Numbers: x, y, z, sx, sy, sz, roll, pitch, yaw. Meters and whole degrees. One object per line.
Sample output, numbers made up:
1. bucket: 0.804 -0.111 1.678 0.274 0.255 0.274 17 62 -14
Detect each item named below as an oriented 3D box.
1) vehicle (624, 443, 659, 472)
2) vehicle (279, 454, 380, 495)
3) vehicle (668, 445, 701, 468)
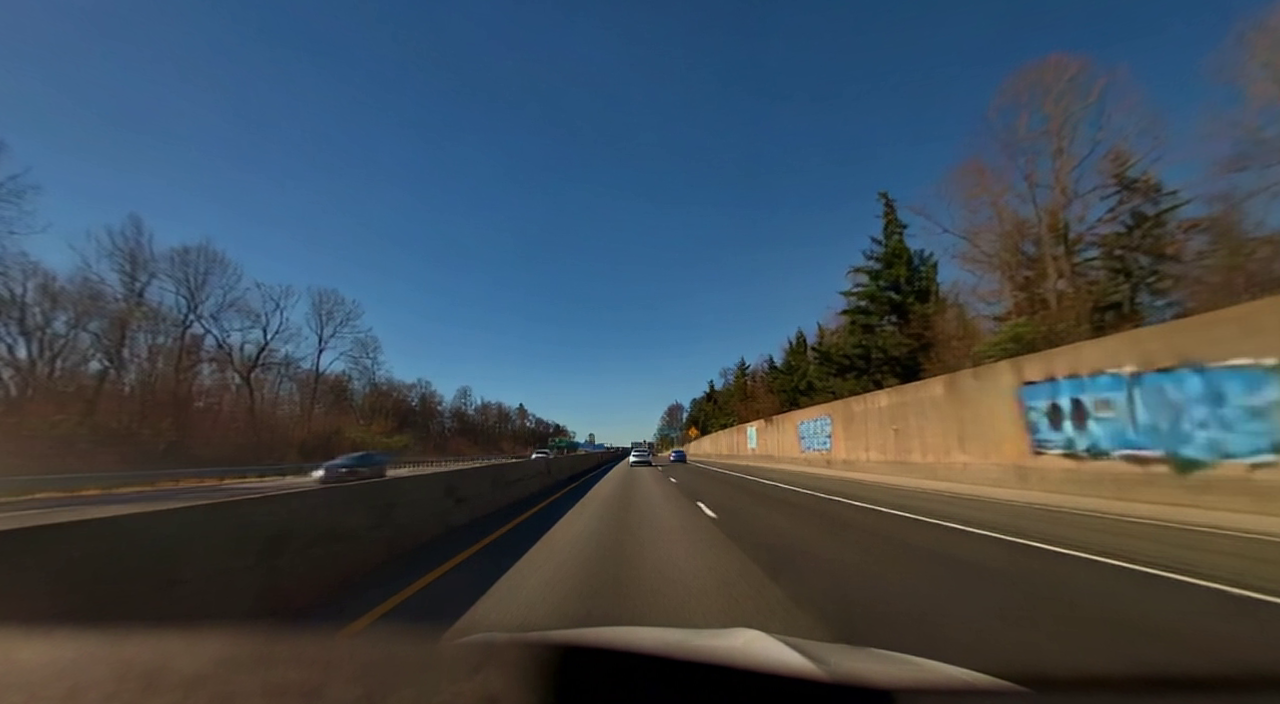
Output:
1. vehicle: 0.076 6.606 39.290 2.095 1.671 4.219 0 -9 -1
2. vehicle: -13.141 5.168 26.892 1.928 1.508 4.672 -1 -9 0
3. vehicle: 3.450 8.151 49.024 2.303 1.614 4.154 -1 -9 0
